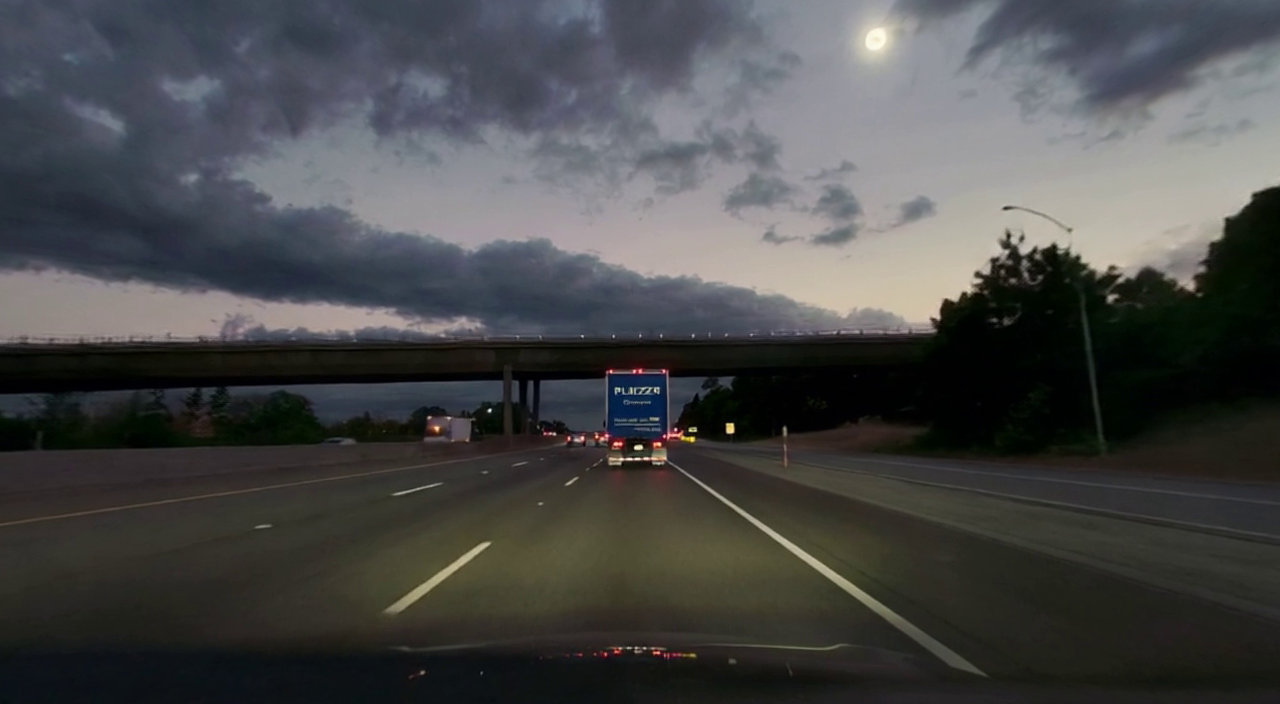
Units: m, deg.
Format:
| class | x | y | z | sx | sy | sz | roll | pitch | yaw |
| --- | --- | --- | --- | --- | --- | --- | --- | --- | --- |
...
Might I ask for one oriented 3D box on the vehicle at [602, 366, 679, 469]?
| class | x | y | z | sx | sy | sz | roll | pitch | yaw |
| --- | --- | --- | --- | --- | --- | --- | --- | --- | --- |
| vehicle | -0.106 | 3.327 | 30.305 | 2.926 | 3.959 | 11.818 | 0 | -8 | -1 |
